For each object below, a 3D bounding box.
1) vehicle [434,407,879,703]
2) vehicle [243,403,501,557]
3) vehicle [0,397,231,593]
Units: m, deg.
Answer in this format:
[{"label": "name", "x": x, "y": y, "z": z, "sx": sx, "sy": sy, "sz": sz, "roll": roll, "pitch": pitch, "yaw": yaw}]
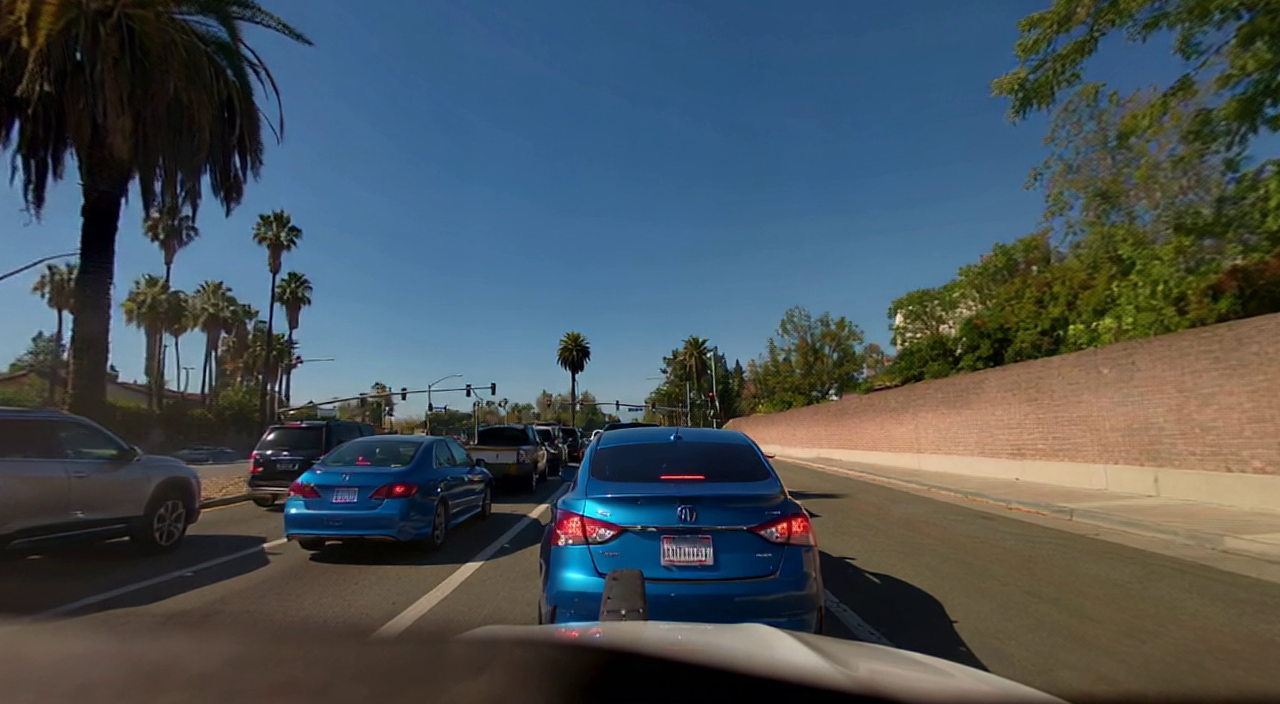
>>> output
[{"label": "vehicle", "x": 0.040, "y": 1.327, "z": 5.212, "sx": 2.128, "sy": 1.473, "sz": 4.272, "roll": 0, "pitch": -8, "yaw": -1}, {"label": "vehicle", "x": -3.518, "y": 1.769, "z": 9.299, "sx": 2.055, "sy": 1.746, "sz": 4.136, "roll": 0, "pitch": -8, "yaw": -1}, {"label": "vehicle", "x": -6.672, "y": 1.391, "z": 6.396, "sx": 1.963, "sy": 1.721, "sz": 4.662, "roll": 0, "pitch": -8, "yaw": -2}]
